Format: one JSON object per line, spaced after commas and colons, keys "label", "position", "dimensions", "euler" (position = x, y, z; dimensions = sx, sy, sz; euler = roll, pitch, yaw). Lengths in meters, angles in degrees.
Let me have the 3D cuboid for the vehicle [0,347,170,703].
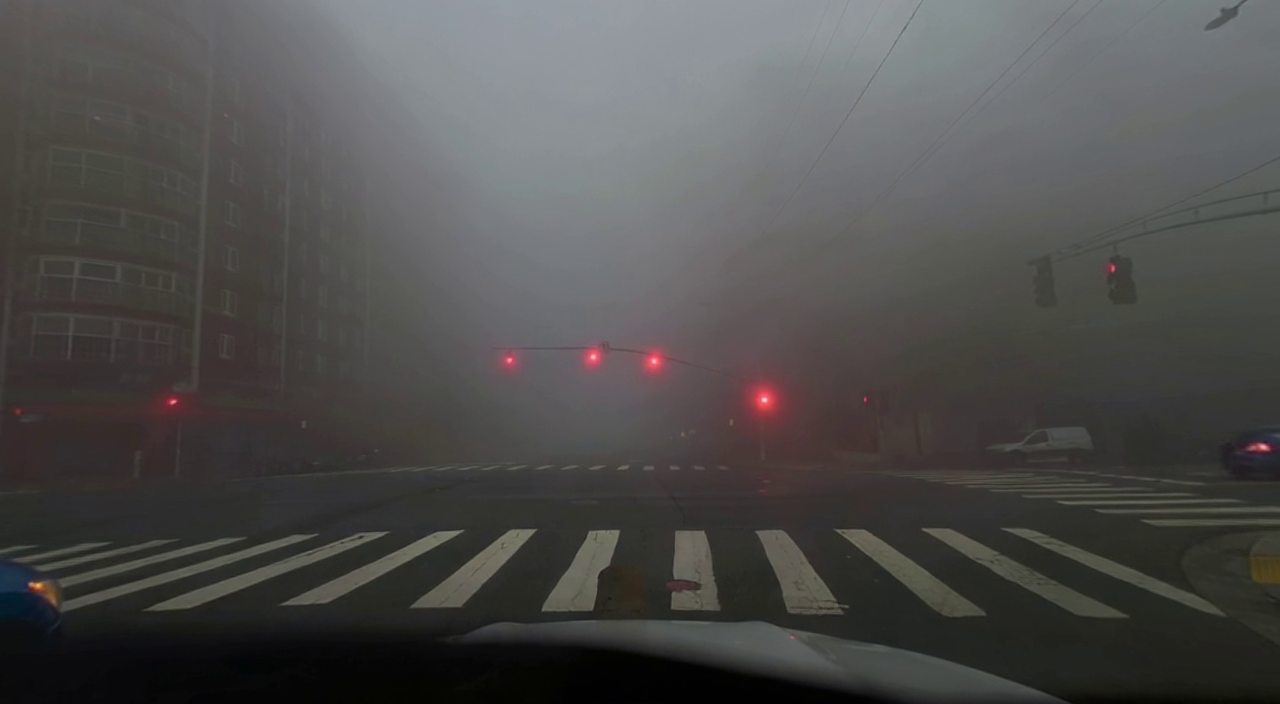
{"label": "vehicle", "position": [-3.632, 0.615, 1.062], "dimensions": [2.109, 1.692, 4.587], "euler": [0, -8, 0]}
